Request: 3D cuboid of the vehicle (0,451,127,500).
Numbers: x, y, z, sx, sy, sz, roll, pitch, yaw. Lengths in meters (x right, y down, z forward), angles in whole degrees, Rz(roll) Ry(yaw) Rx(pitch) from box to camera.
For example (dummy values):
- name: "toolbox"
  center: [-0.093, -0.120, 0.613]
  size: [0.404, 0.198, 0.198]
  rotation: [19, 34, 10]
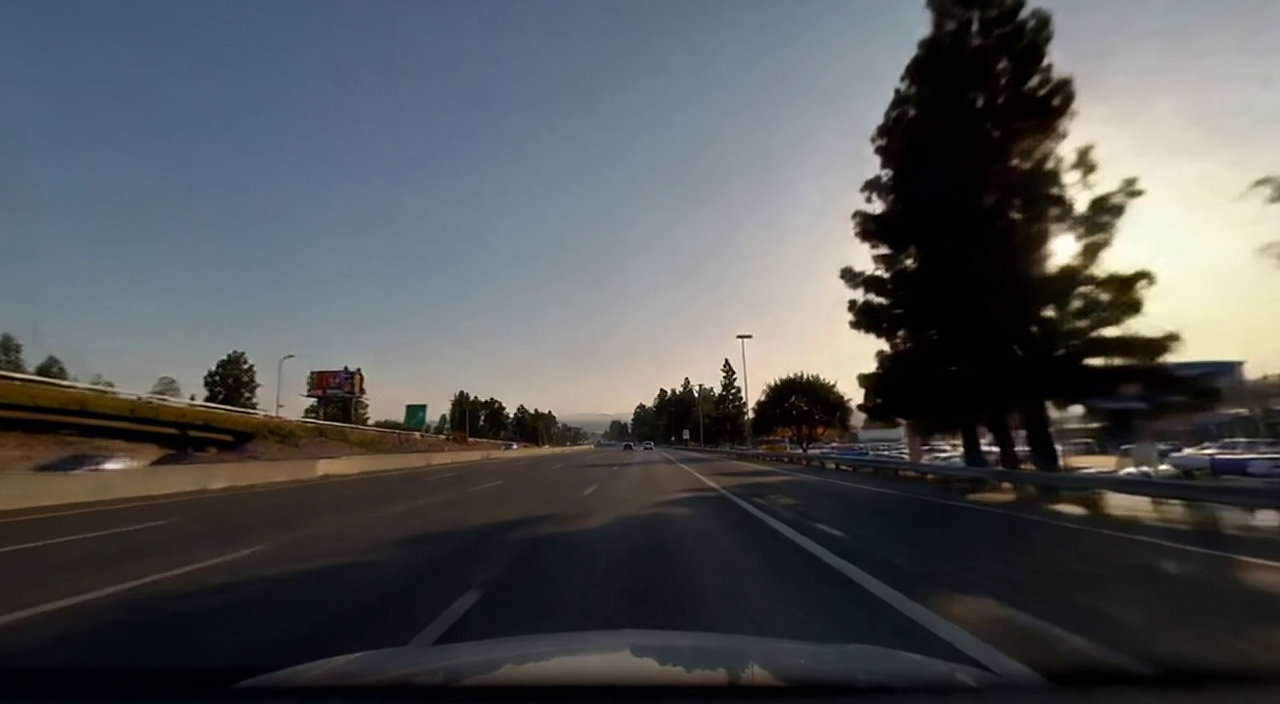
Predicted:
- name: "vehicle"
  center: [-20.667, 4.194, 21.788]
  size: [2.077, 1.437, 4.430]
  rotation: [0, -8, 1]

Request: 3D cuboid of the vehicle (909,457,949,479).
- name: "vehicle"
  center: [20.026, 8.019, 43.569]
  size: [1.677, 1.342, 3.266]
  rotation: [-6, -10, 38]

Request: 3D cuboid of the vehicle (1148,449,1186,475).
- name: "vehicle"
  center: [34.636, 7.187, 41.408]
  size: [1.680, 1.523, 3.951]
  rotation: [-7, -10, 40]

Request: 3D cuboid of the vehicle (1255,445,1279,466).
- name: "vehicle"
  center: [45.646, 7.420, 45.495]
  size: [1.650, 1.436, 3.719]
  rotation: [-7, -11, 43]

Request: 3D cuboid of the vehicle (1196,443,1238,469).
- name: "vehicle"
  center: [42.610, 7.661, 46.508]
  size: [4.792, 1.577, 1.849]
  rotation: [4, -11, -45]
